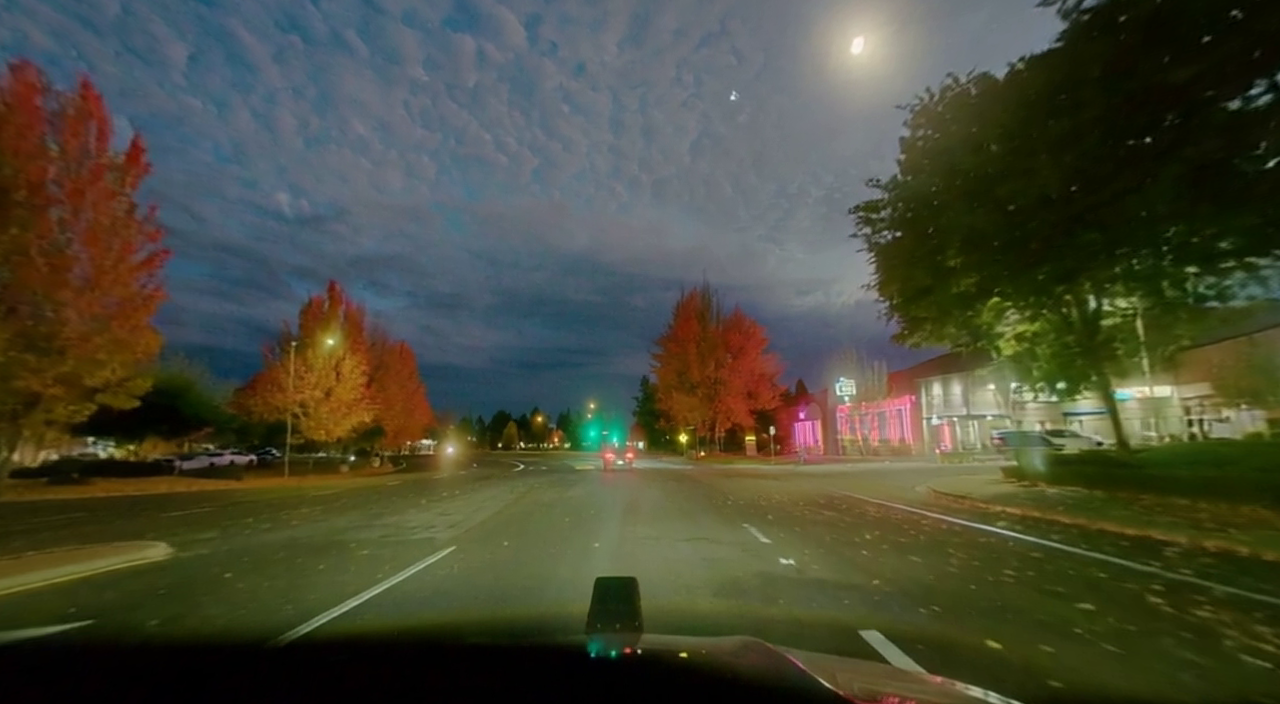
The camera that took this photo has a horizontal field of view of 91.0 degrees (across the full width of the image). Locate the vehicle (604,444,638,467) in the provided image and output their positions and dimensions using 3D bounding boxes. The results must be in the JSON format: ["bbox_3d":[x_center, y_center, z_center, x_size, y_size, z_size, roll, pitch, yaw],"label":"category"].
[{"bbox_3d":[-1.403,7.299,44.487,2.018,1.512,4.304,1,-8,-7],"label":"vehicle"}]

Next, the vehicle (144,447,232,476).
[{"bbox_3d":[-35.500,8.642,49.640,5.135,1.689,2.269,-3,-12,-15],"label":"vehicle"}]
